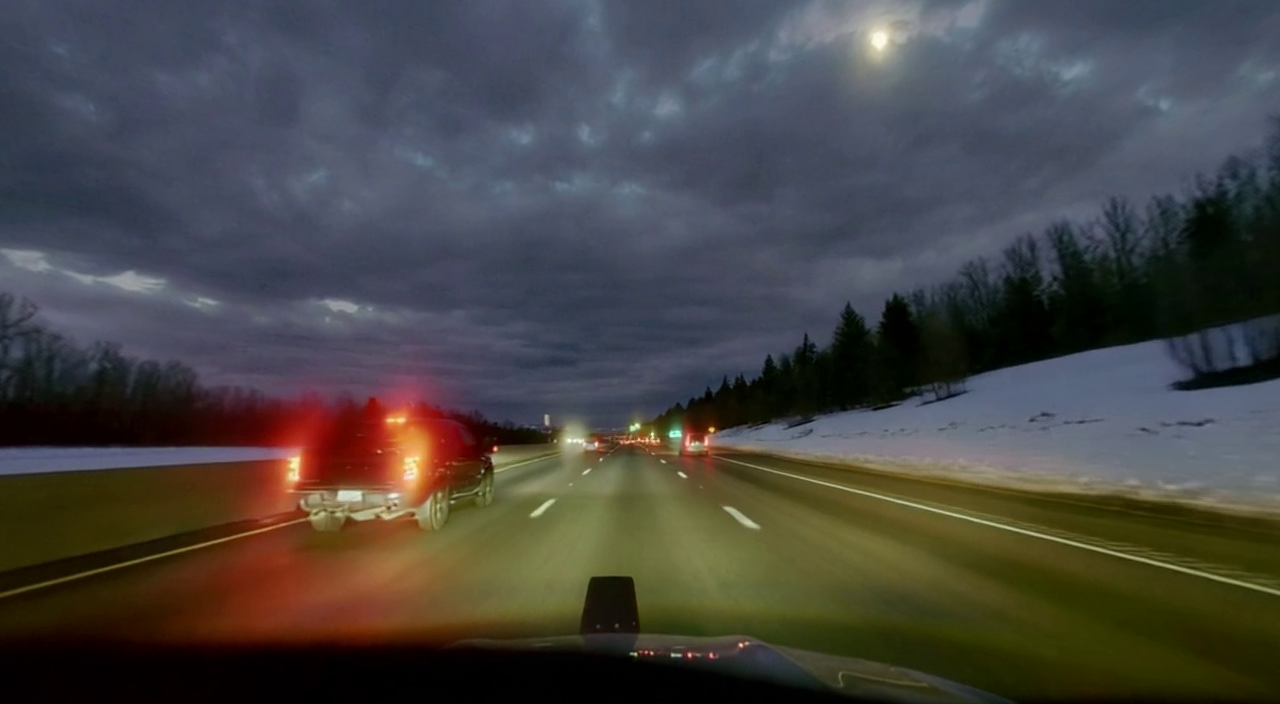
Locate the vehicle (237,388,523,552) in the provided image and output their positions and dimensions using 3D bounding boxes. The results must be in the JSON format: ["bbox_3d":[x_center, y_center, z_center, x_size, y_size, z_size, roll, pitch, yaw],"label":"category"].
[{"bbox_3d":[-3.247,1.590,9.193,2.185,1.772,4.656,0,-8,0],"label":"vehicle"}]

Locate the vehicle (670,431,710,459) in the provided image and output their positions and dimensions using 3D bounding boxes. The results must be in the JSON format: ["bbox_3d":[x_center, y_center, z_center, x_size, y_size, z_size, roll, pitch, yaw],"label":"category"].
[{"bbox_3d":[3.169,5.969,40.539,2.124,1.696,4.173,0,-8,-2],"label":"vehicle"}]
